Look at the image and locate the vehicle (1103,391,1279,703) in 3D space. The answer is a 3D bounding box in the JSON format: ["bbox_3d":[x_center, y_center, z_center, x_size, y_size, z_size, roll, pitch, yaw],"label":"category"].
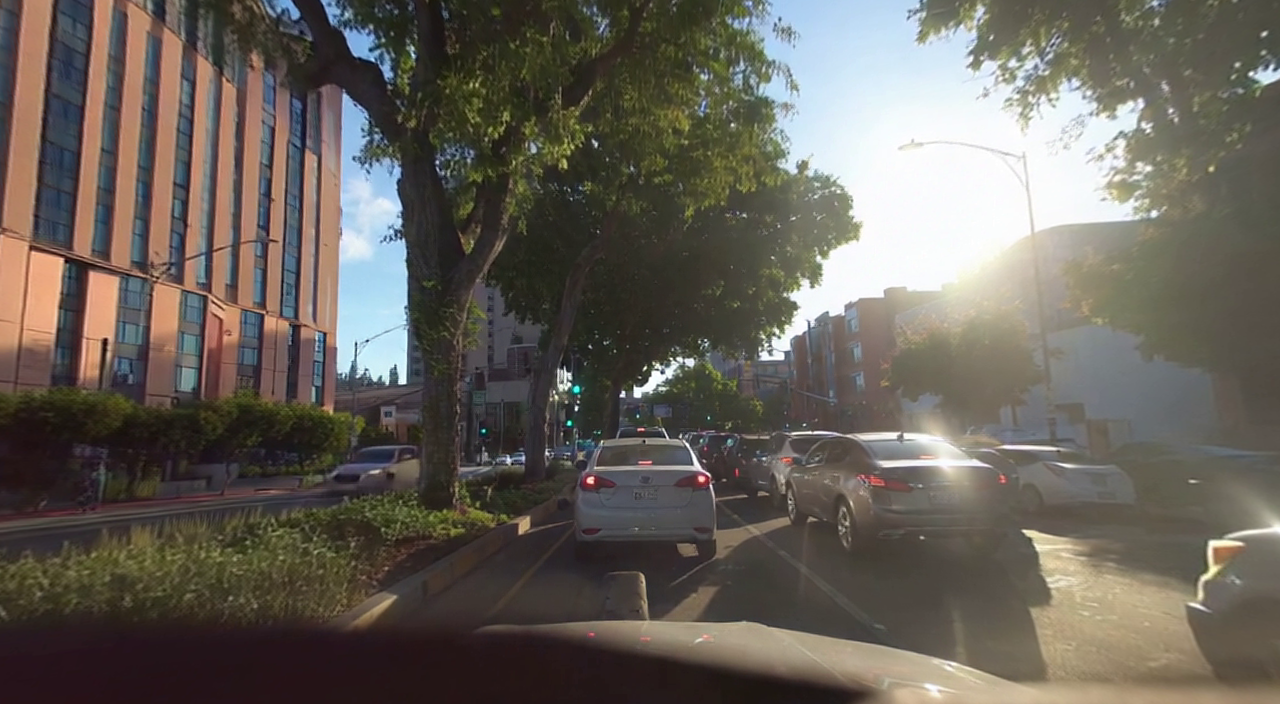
[{"bbox_3d":[3.211,0.652,0.616,1.982,1.491,4.664,0,-8,0],"label":"vehicle"}]

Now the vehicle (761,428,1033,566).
[{"bbox_3d":[3.243,1.913,9.200,1.995,1.483,4.533,0,-8,-1],"label":"vehicle"}]

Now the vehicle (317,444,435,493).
[{"bbox_3d":[-9.157,4.070,22.500,2.000,1.519,4.964,0,-8,1],"label":"vehicle"}]

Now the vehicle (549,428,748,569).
[{"bbox_3d":[0.050,1.865,8.846,2.105,1.474,4.127,0,-8,-1],"label":"vehicle"}]
